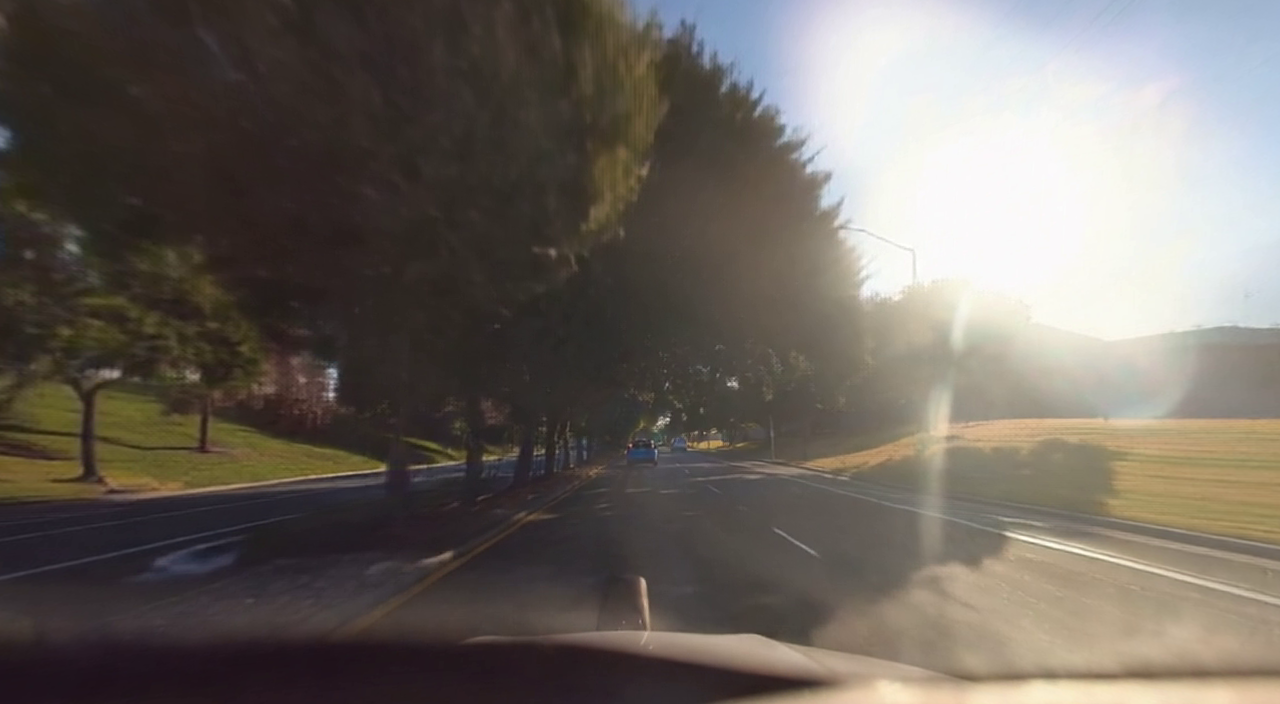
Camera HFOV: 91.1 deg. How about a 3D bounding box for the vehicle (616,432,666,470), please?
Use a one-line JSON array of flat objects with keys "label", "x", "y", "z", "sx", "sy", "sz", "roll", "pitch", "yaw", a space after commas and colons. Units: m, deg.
[{"label": "vehicle", "x": 0.089, "y": 4.815, "z": 30.619, "sx": 2.256, "sy": 1.734, "sz": 4.176, "roll": 0, "pitch": -9, "yaw": 1}]
